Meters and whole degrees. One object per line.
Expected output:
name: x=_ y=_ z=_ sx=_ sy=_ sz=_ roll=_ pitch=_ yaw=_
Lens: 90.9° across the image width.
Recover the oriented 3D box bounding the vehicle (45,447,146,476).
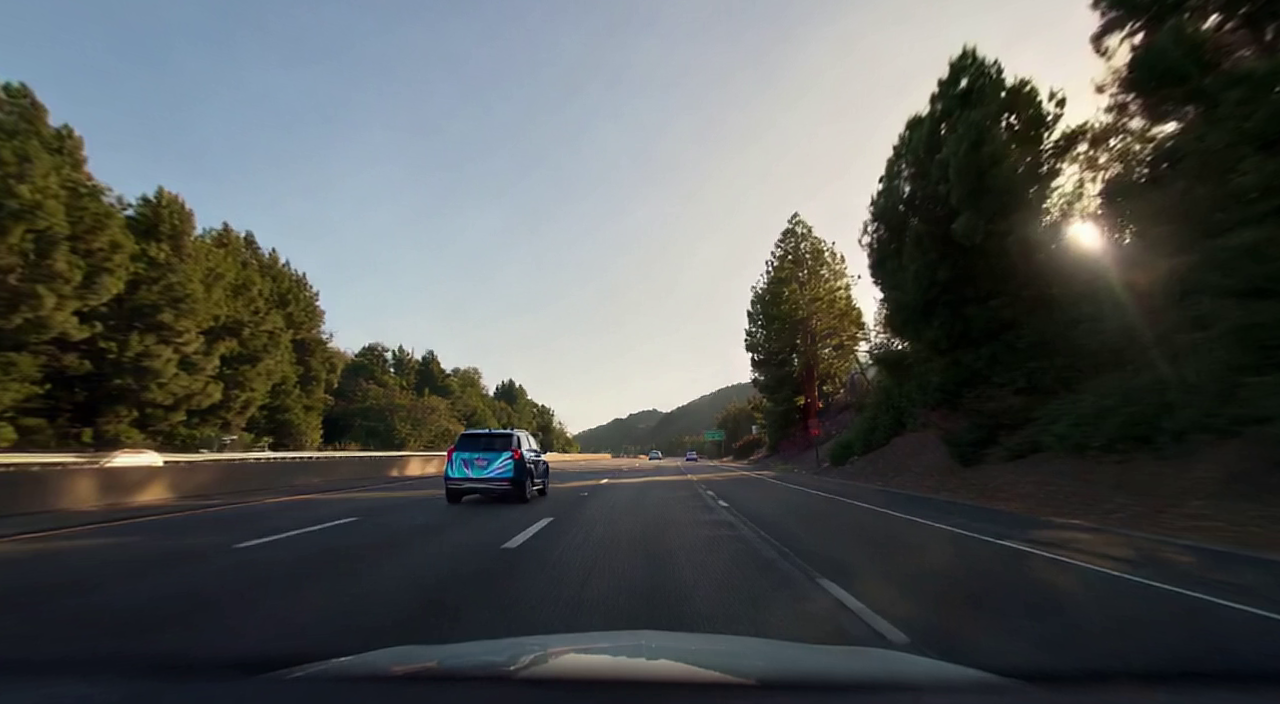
vehicle: x=-31.490 y=6.324 z=36.644 sx=1.816 sy=1.529 sz=4.414 roll=0 pitch=-8 yaw=2

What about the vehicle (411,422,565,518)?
vehicle: x=-3.175 y=2.595 z=14.393 sx=2.183 sy=1.803 sz=4.685 roll=0 pitch=-8 yaw=2
